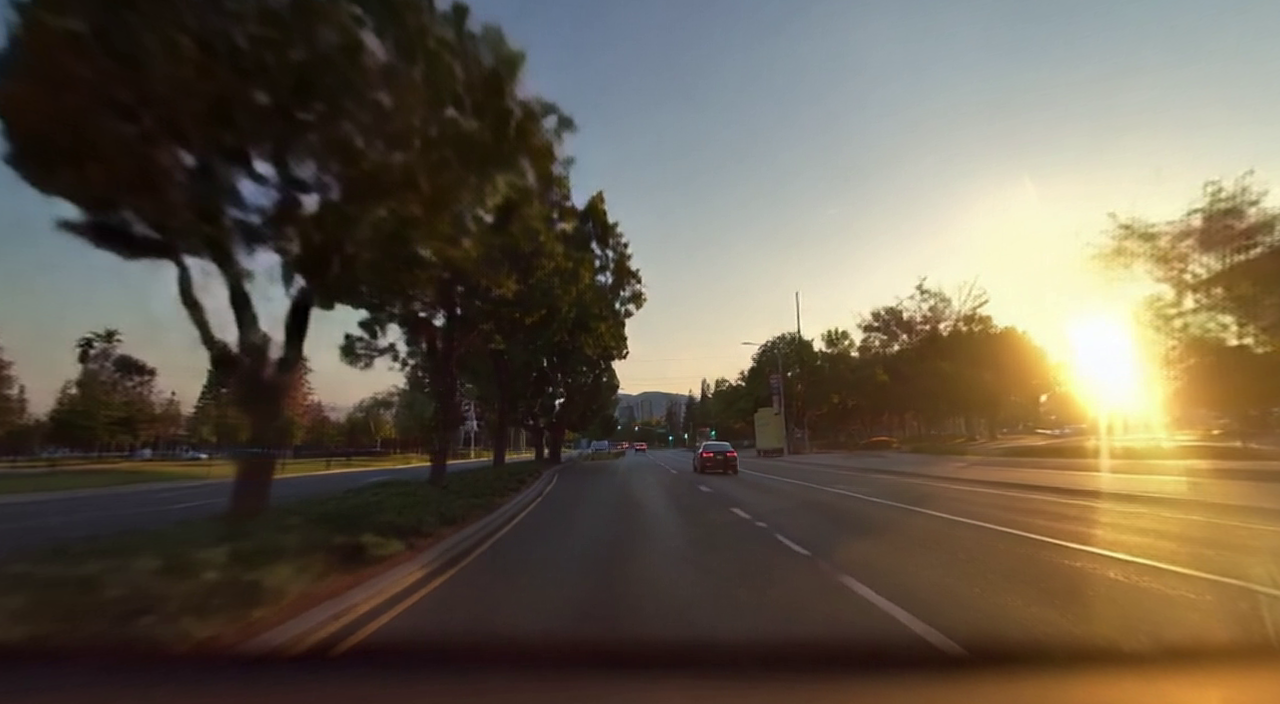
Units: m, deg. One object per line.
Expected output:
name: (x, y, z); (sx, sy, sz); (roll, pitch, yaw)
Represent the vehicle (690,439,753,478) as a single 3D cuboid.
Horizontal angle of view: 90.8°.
vehicle: (3.336, 4.473, 26.840); (1.948, 1.479, 4.620); (0, -8, -1)
